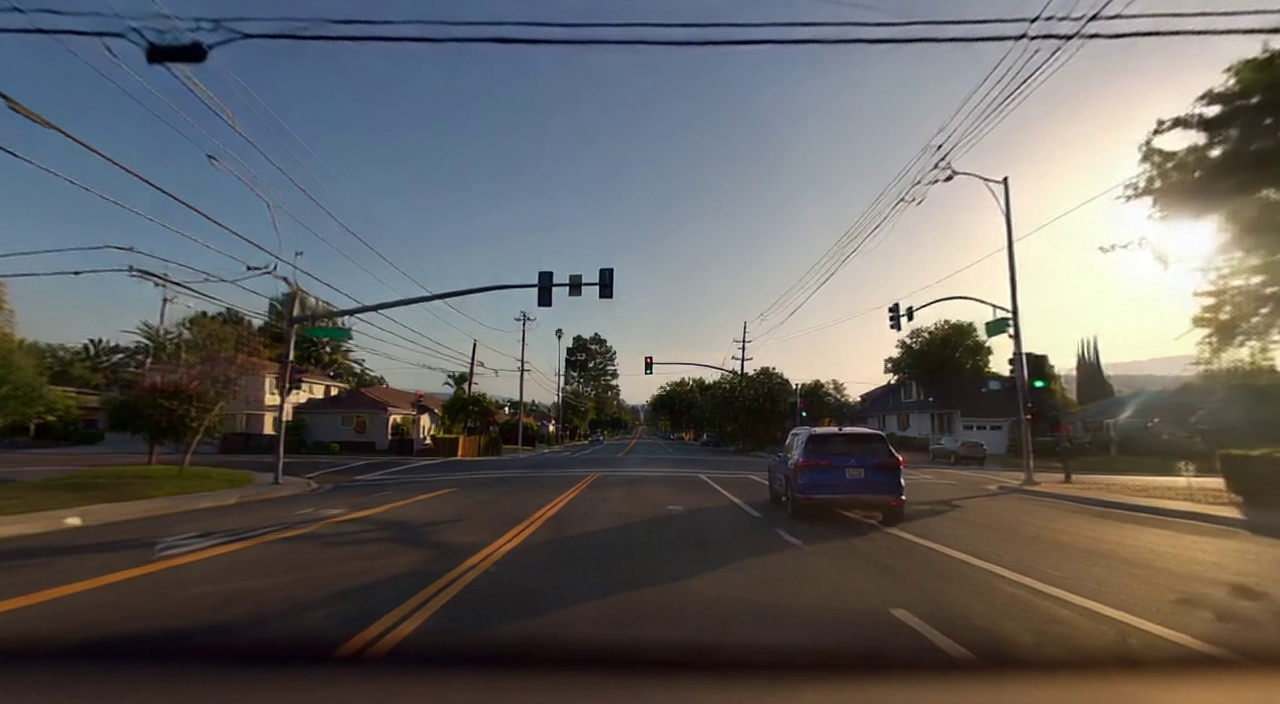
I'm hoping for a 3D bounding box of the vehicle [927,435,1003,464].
[{"bbox_3d":[23.005,6.938,44.887,2.030,1.927,4.853,2,-9,-13],"label":"vehicle"}]
